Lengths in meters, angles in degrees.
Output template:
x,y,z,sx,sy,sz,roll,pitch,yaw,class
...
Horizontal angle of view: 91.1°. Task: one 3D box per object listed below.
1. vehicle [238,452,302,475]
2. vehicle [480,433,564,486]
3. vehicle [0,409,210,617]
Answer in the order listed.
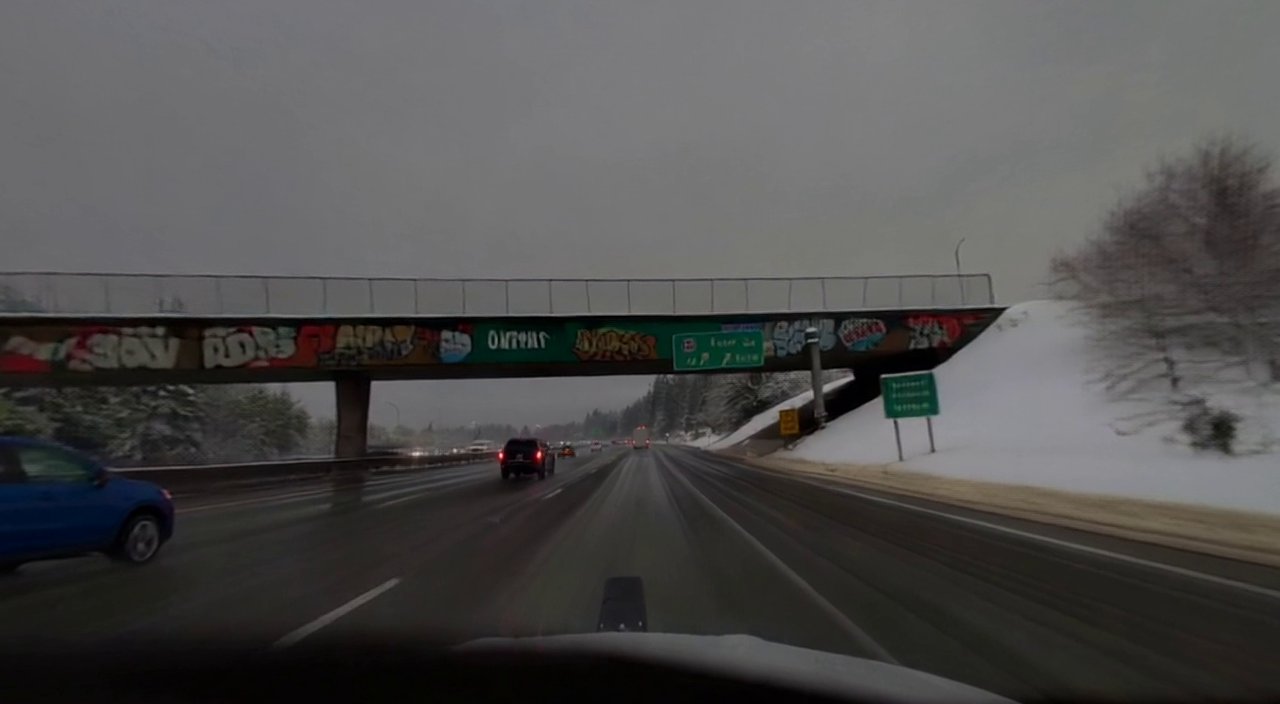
x,y,z,sx,sy,sz,roll,pitch,yaw,class
-24.952,7.503,42.506,1.802,1.451,4.199,0,-8,0,vehicle
-4.110,3.824,22.658,2.154,1.693,4.394,0,-8,0,vehicle
-6.057,1.333,5.371,1.969,1.633,3.962,0,-8,-1,vehicle
